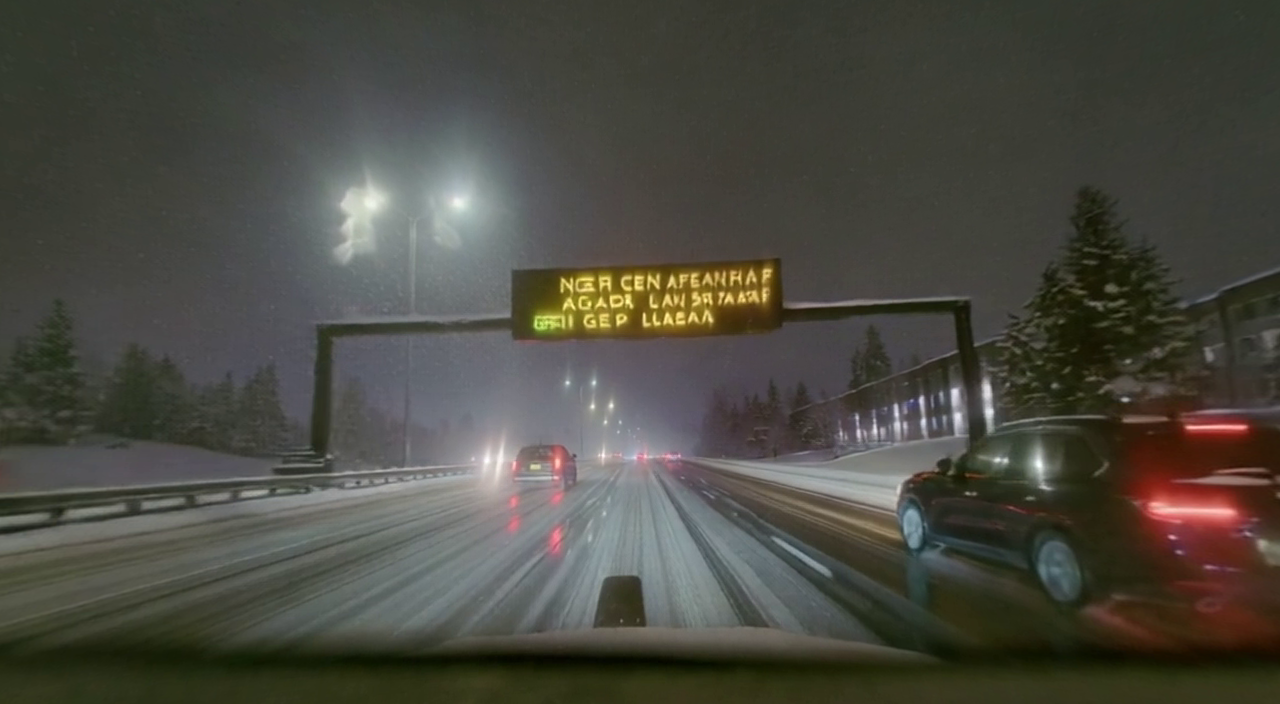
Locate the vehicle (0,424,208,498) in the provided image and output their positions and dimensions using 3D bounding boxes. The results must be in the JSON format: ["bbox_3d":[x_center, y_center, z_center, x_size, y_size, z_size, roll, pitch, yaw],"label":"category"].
[{"bbox_3d":[-35.284,6.923,40.728,2.887,3.890,16.694,0,-9,0],"label":"vehicle"}]

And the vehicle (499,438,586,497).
[{"bbox_3d":[-3.103,3.791,21.071,2.075,1.721,4.763,0,-9,1],"label":"vehicle"}]

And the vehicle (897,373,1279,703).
[{"bbox_3d":[4.355,1.320,5.562,2.170,1.733,4.631,0,-9,0],"label":"vehicle"}]
